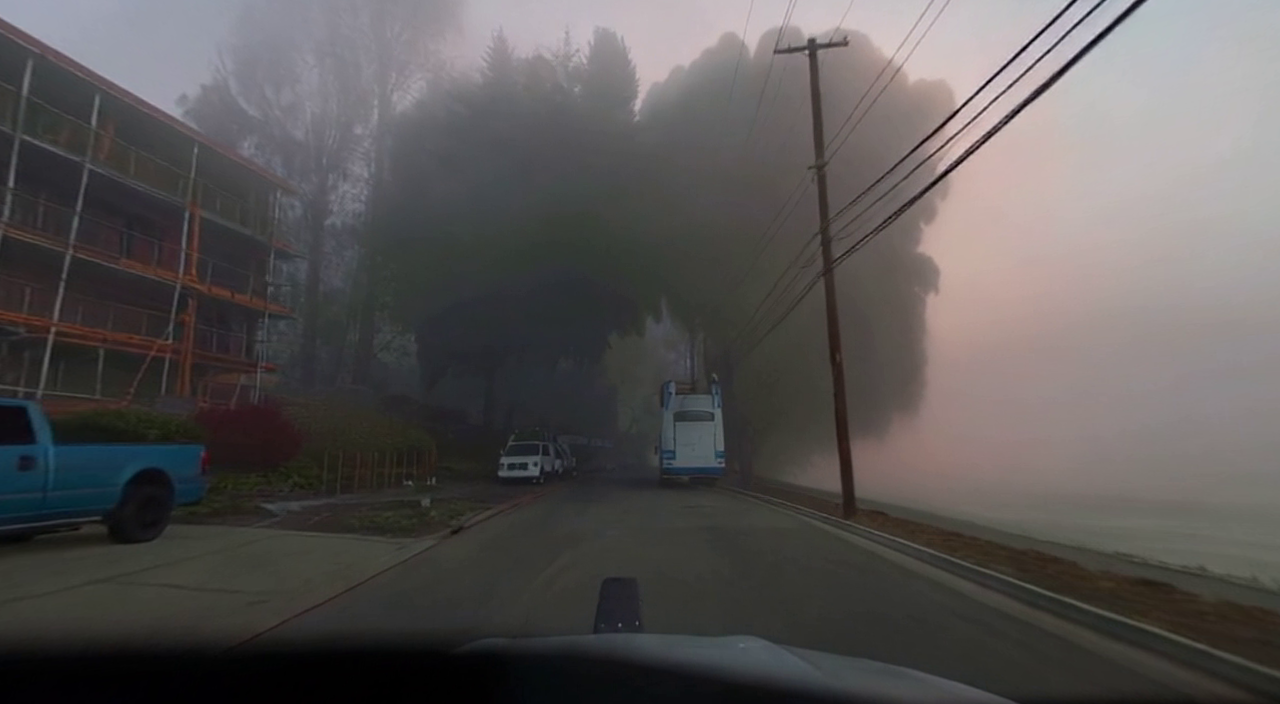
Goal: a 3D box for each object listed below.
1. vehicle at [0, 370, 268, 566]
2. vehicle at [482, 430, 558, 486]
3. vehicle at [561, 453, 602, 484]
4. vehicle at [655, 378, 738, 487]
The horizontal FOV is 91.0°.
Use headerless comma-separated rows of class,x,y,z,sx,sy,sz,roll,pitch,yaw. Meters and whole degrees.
vehicle,-7.276,1.260,7.006,2.238,1.895,5.648,-1,-9,8
vehicle,-5.001,4.435,27.013,2.171,1.910,4.789,-1,-4,2
vehicle,-3.981,8.040,43.697,2.257,1.916,5.089,0,-9,1
vehicle,2.176,3.757,27.399,2.915,3.793,9.963,1,-11,2
